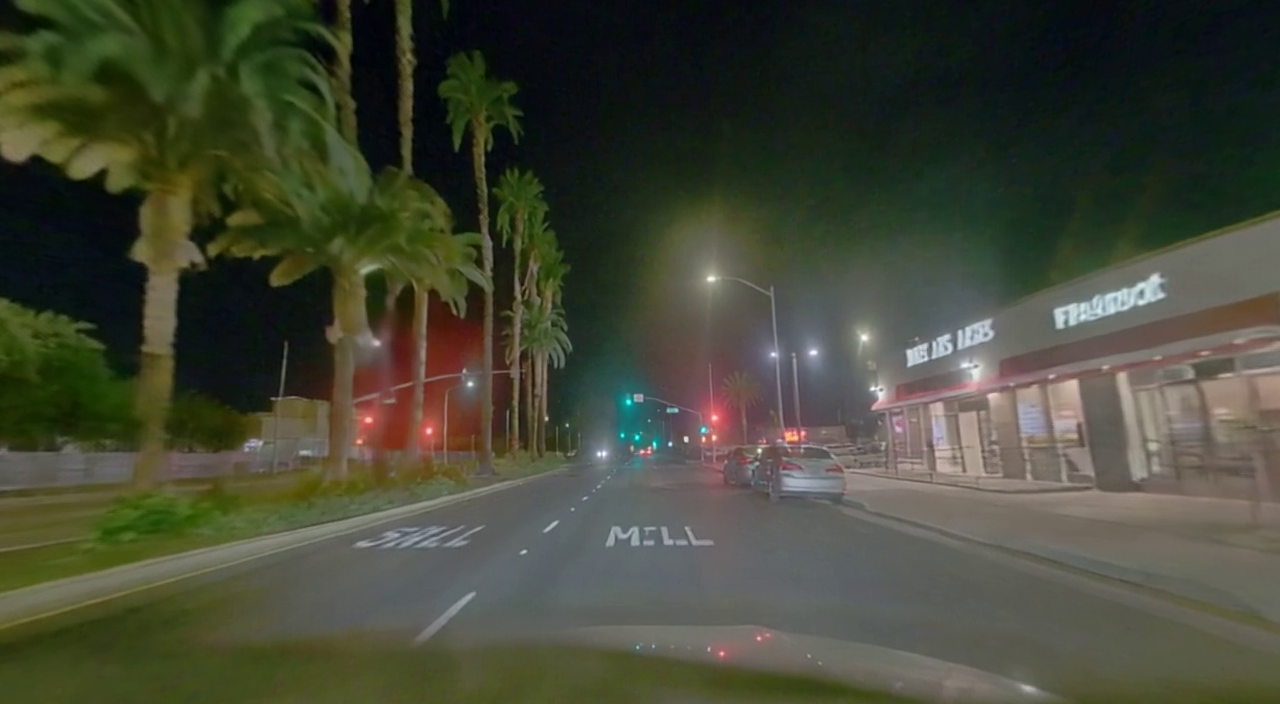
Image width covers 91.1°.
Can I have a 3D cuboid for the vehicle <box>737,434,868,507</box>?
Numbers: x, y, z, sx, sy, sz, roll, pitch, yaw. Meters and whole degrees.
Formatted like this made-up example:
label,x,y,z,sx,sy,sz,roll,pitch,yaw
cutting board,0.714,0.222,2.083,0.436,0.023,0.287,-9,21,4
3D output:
label,x,y,z,sx,sy,sz,roll,pitch,yaw
vehicle,4.118,3.112,16.840,2.089,1.652,4.668,1,-9,-2
